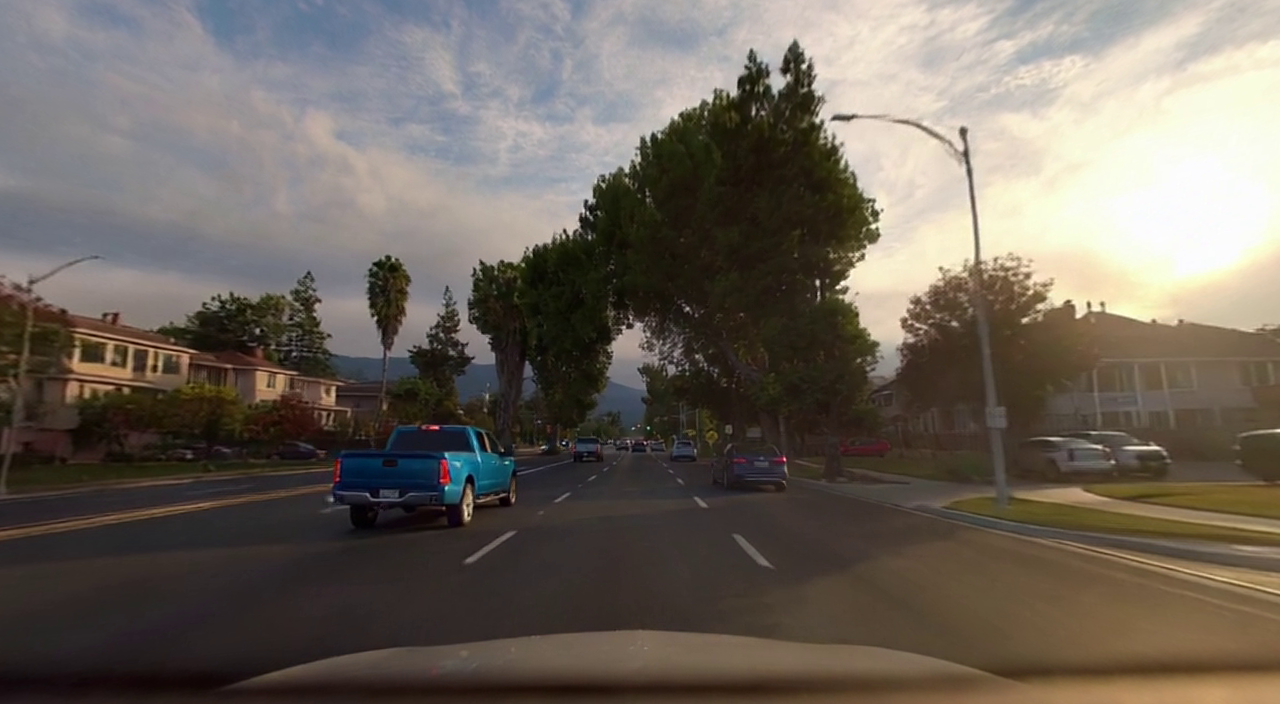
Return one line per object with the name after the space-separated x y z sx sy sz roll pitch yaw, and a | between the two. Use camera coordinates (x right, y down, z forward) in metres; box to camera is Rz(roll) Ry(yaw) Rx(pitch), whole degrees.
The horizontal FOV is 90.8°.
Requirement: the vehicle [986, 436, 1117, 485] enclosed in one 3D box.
13.952 3.677 21.779 1.929 1.502 4.177 0 -8 4 | vehicle

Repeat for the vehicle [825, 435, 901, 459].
16.236 6.922 46.090 4.759 1.673 1.972 0 -8 -3 | vehicle

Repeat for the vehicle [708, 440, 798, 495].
3.295 3.420 19.244 1.884 1.463 4.195 0 -8 -1 | vehicle

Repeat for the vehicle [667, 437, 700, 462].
3.369 7.684 49.990 2.099 1.845 4.363 0 -8 -2 | vehicle

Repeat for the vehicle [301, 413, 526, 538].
-3.678 2.107 11.620 2.111 1.745 5.274 0 -8 1 | vehicle

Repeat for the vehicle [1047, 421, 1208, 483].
16.569 3.475 21.866 2.040 1.784 4.533 -3 -10 3 | vehicle

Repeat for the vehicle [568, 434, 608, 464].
-3.406 6.471 42.333 2.218 1.829 4.492 0 -8 1 | vehicle
